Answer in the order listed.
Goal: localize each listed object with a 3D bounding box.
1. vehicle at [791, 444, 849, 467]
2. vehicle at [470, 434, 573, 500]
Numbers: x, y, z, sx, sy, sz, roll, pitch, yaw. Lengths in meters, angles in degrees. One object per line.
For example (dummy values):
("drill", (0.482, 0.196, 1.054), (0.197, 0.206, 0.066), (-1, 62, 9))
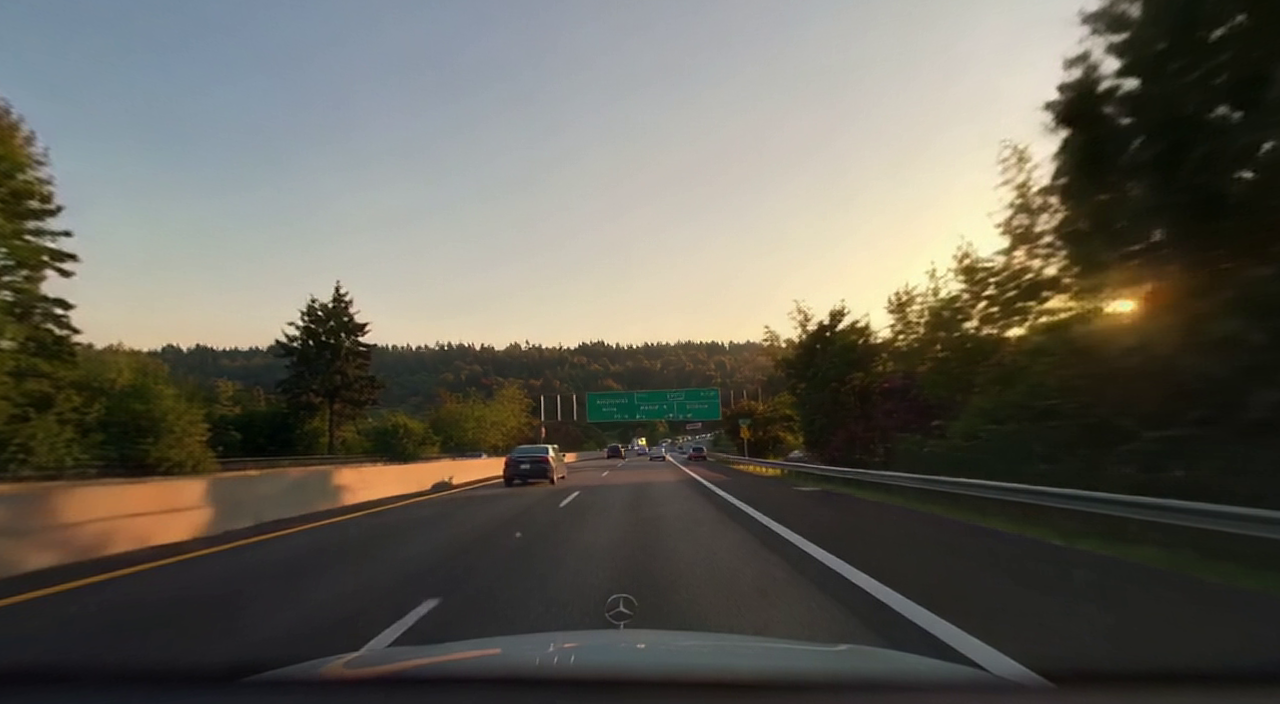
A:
("vehicle", (13.590, 7.833, 47.827), (2.021, 1.639, 4.203), (3, -9, -22))
("vehicle", (-3.200, 3.212, 18.002), (2.037, 1.638, 4.274), (0, -8, 1))
